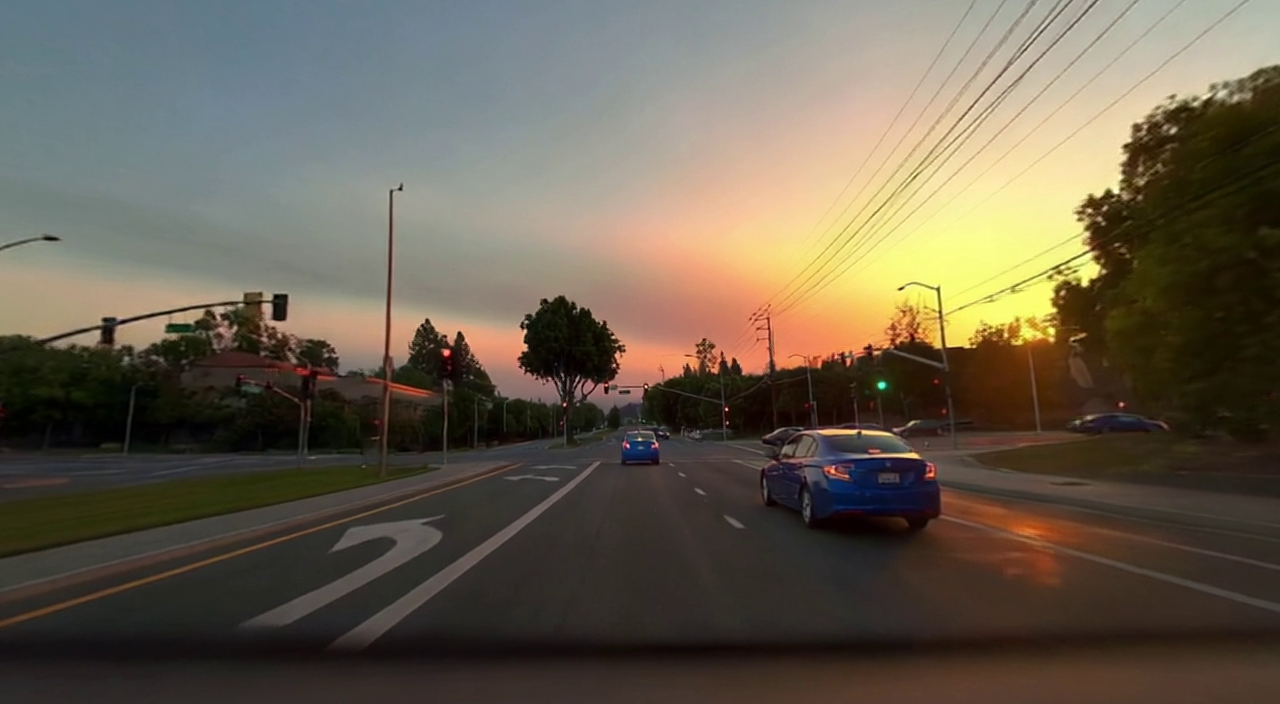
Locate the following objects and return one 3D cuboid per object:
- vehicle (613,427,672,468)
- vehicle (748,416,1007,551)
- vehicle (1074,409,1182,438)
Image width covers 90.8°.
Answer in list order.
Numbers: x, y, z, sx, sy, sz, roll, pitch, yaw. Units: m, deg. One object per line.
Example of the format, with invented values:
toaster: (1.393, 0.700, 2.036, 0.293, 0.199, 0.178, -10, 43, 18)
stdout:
vehicle: (0.105, 3.729, 24.635, 2.110, 1.466, 3.860, 0, -8, 0)
vehicle: (2.954, 1.749, 9.048, 2.004, 1.448, 4.263, 0, -8, -1)
vehicle: (33.461, 4.958, 43.417, 5.668, 1.925, 2.384, 1, -8, -6)
